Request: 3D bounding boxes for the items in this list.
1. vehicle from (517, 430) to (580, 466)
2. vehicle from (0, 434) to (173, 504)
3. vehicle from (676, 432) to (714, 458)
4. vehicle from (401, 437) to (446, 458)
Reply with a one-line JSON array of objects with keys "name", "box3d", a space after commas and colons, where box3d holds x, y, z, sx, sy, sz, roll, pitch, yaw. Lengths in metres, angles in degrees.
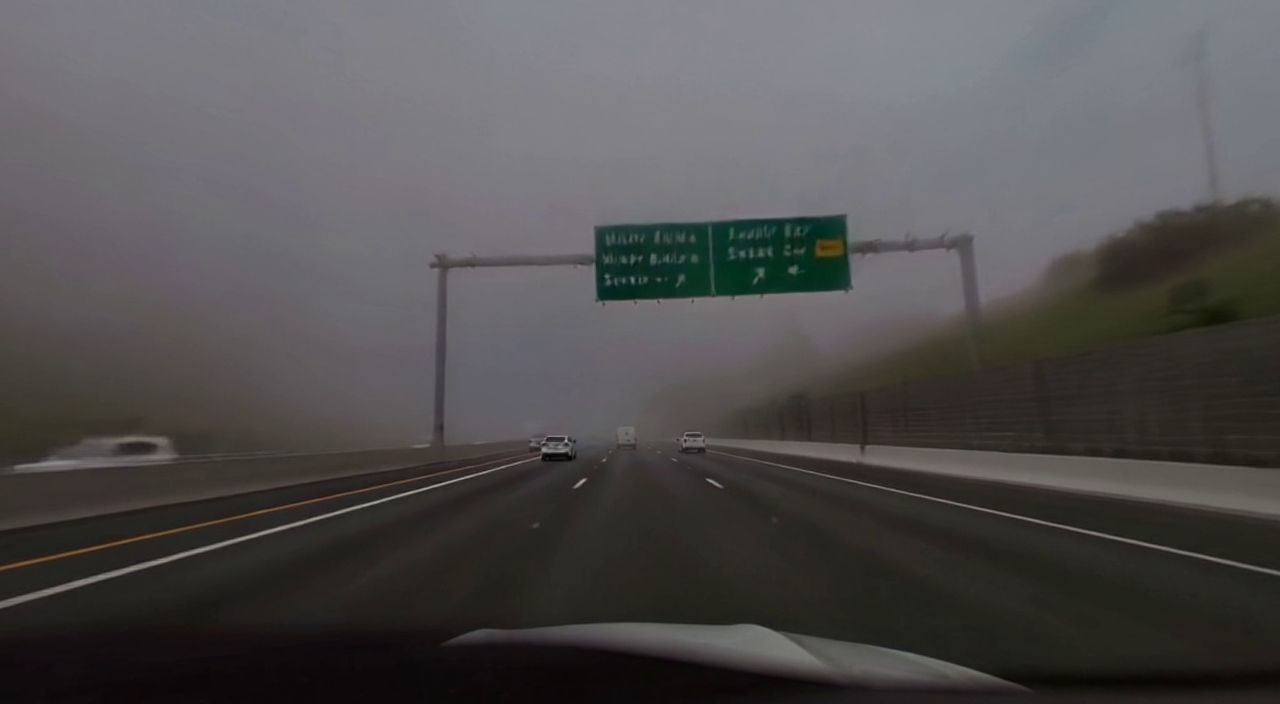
[{"name": "vehicle", "box3d": [-4.030, 4.300, 28.434, 2.204, 1.486, 4.121, 0, -8, 0]}, {"name": "vehicle", "box3d": [-14.840, 2.904, 16.276, 2.044, 1.532, 4.528, 0, -8, 0]}, {"name": "vehicle", "box3d": [3.165, 5.455, 37.091, 1.806, 1.469, 3.681, 0, -8, -2]}, {"name": "vehicle", "box3d": [-15.469, 6.819, 45.122, 1.841, 1.447, 3.902, 0, -8, 0]}]
